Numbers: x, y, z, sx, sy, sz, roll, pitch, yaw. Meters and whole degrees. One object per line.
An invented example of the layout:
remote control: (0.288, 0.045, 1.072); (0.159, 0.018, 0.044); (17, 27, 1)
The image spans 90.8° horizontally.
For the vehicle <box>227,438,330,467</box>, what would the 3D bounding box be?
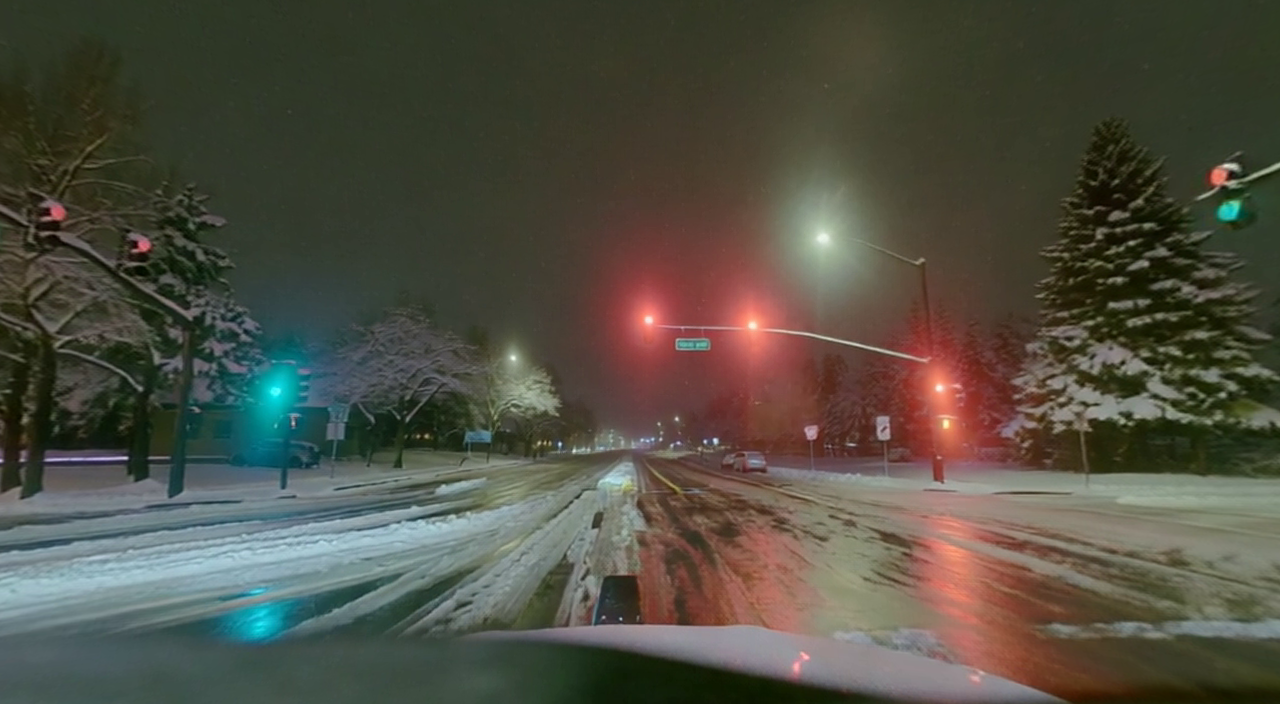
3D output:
vehicle: (-21.048, 5.872, 36.963); (4.765, 1.593, 1.891); (1, -8, -6)
